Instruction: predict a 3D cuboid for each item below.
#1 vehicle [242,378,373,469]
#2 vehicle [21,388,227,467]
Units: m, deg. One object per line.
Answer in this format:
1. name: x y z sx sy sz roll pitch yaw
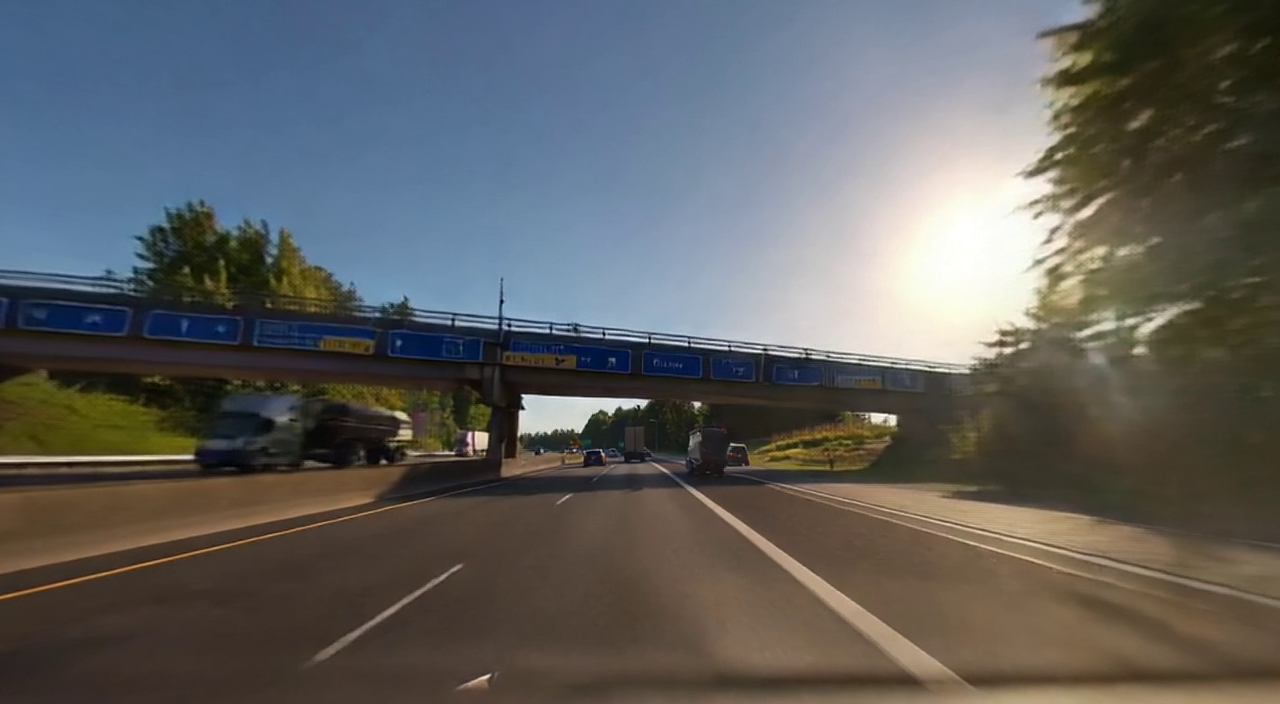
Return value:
1. vehicle: -15.797 3.579 30.528 2.938 3.932 5.905 0 -9 0
2. vehicle: -23.633 3.675 29.682 2.756 3.192 8.021 0 -9 0
